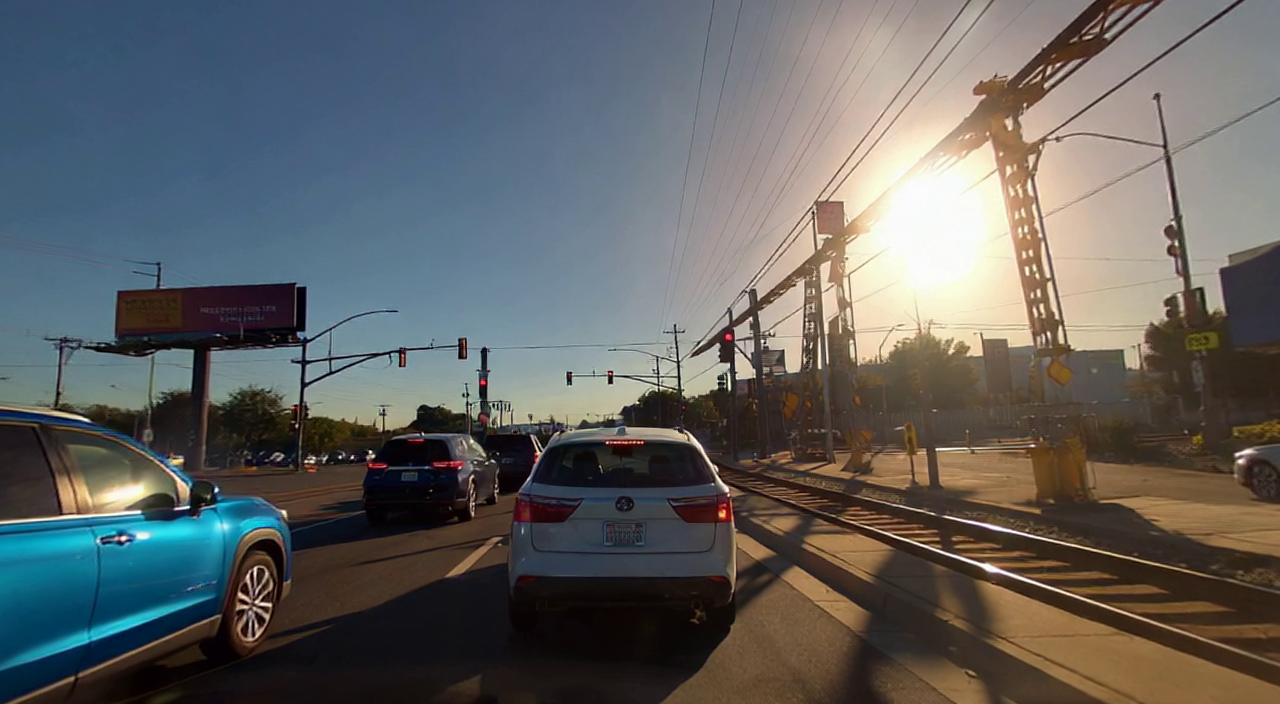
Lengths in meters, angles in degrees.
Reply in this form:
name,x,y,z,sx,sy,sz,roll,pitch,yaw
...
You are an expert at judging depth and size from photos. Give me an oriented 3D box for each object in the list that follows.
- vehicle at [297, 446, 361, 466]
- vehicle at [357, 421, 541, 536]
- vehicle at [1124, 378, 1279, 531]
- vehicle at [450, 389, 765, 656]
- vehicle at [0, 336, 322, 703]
name,x,y,z,sx,sy,sz,roll,pitch,yaw
vehicle,-24.176,8.081,49.094,4.357,1.444,1.842,-3,-9,19
vehicle,-3.147,2.185,11.508,1.988,1.678,4.317,0,-9,0
vehicle,9.617,1.315,8.197,5.060,1.702,2.033,1,-9,-4
vehicle,-0.209,1.379,5.995,2.025,1.723,3.644,0,-9,0
vehicle,-3.926,0.885,3.117,2.052,1.814,5.184,0,-9,-1
